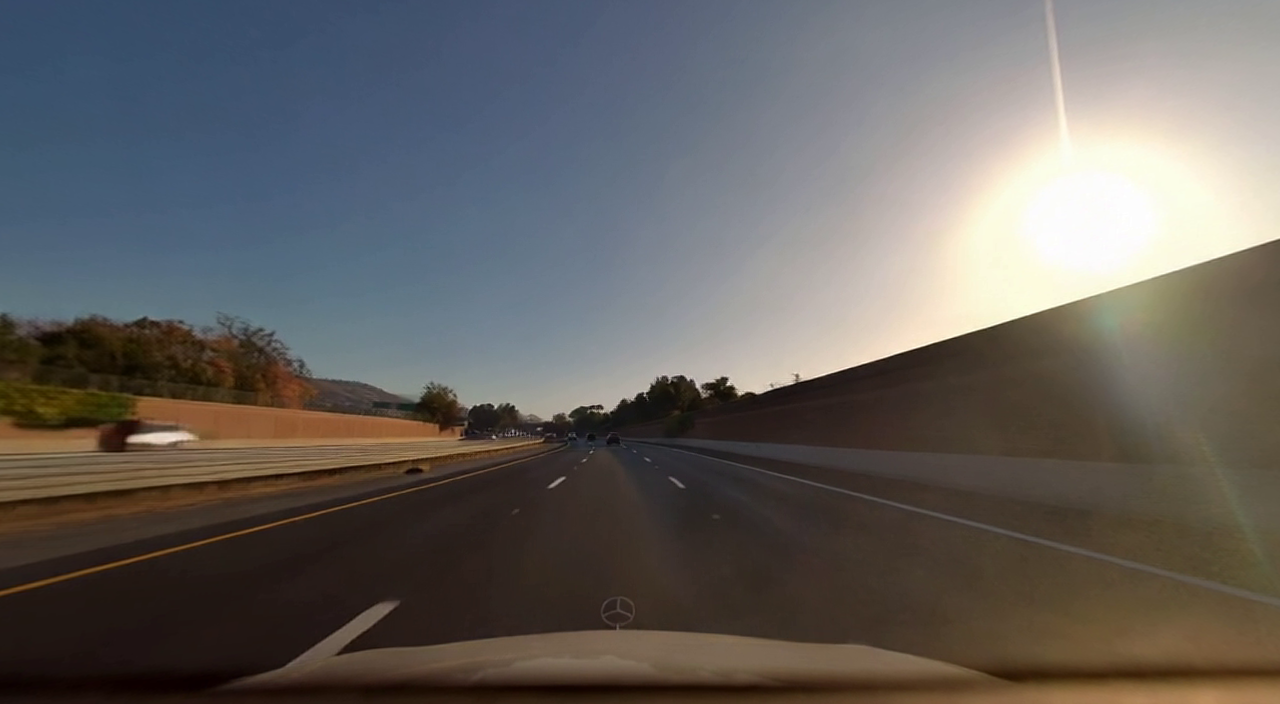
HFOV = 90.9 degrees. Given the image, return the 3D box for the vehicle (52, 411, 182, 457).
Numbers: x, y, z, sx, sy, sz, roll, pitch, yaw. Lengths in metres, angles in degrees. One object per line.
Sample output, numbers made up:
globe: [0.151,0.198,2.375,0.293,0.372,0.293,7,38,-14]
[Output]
vehicle: [-25.850,4.110,31.474,2.111,2.065,5.236,0,-8,-3]
